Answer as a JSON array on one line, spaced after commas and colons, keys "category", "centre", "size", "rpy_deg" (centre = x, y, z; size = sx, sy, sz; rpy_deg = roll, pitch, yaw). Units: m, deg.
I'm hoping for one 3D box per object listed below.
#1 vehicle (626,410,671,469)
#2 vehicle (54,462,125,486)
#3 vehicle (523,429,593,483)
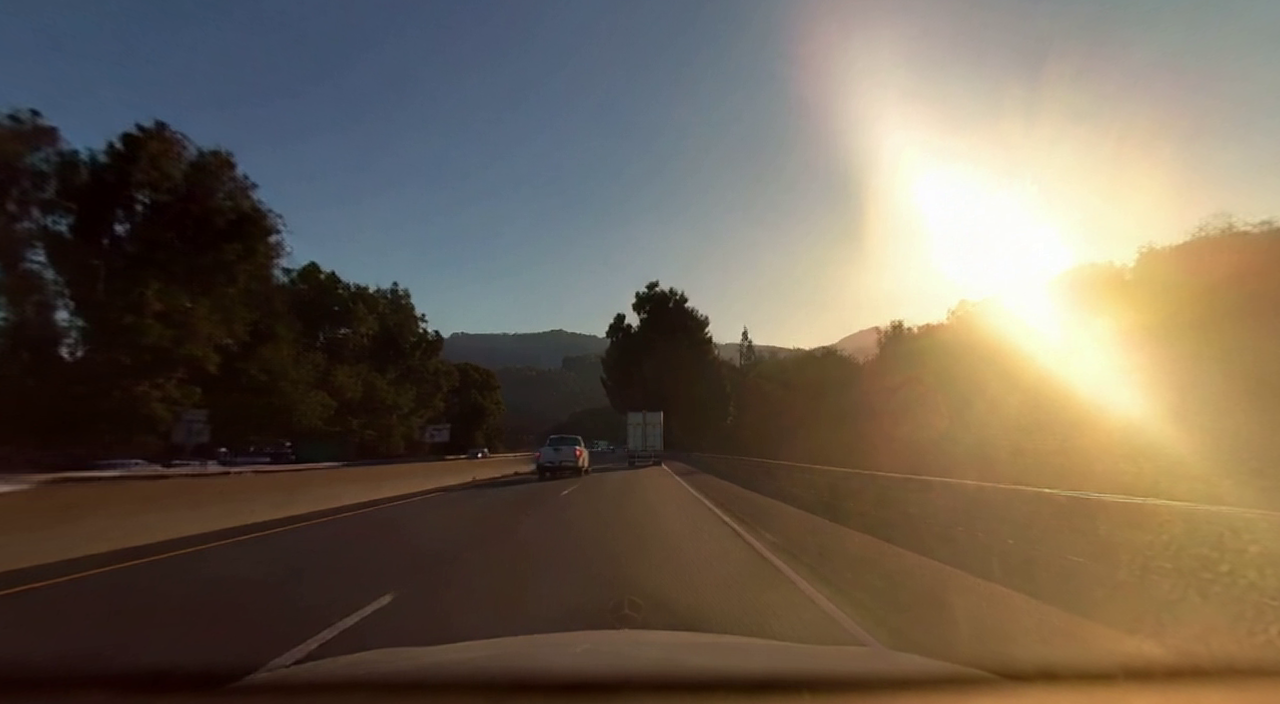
[{"category": "vehicle", "centre": [0.523, 6.670, 47.472], "size": [3.024, 3.965, 10.399], "rpy_deg": [0, -9, 0]}, {"category": "vehicle", "centre": [-36.618, 8.086, 42.057], "size": [1.854, 1.431, 4.297], "rpy_deg": [3, -9, -17]}, {"category": "vehicle", "centre": [-3.558, 4.681, 28.519], "size": [2.283, 2.156, 5.546], "rpy_deg": [0, -9, 1]}]
